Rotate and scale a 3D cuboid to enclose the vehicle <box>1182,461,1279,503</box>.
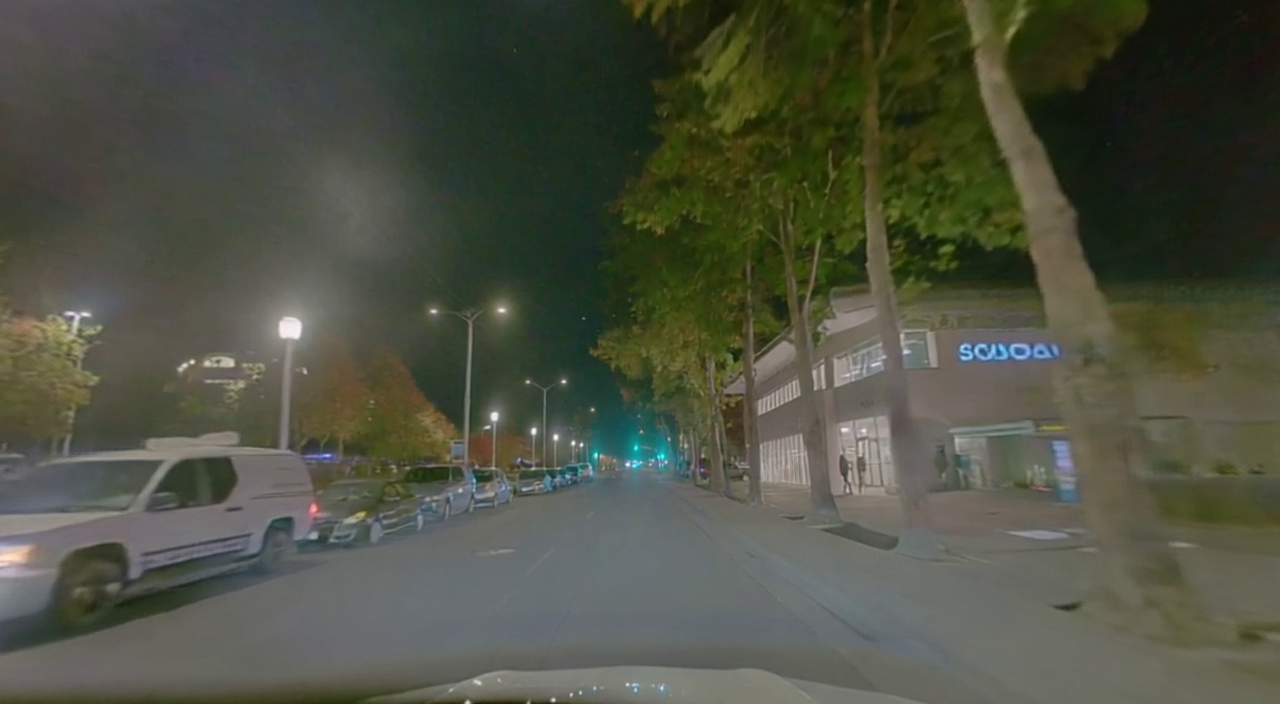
[{"bbox_3d":[25.678,5.471,26.831,1.698,1.489,3.599,-2,-9,-4],"label":"vehicle"}]

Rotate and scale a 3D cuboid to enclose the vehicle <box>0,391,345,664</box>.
[{"bbox_3d":[-5.856,1.790,7.461,2.196,2.001,5.548,1,-11,-3],"label":"vehicle"}]

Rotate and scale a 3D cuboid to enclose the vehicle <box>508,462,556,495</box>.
[{"bbox_3d":[-5.814,6.926,34.543,1.832,1.623,4.424,1,-11,0],"label":"vehicle"}]

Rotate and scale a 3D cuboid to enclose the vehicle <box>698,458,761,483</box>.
[{"bbox_3d":[6.330,8.448,44.953,4.193,1.665,1.924,1,-11,-1],"label":"vehicle"}]
